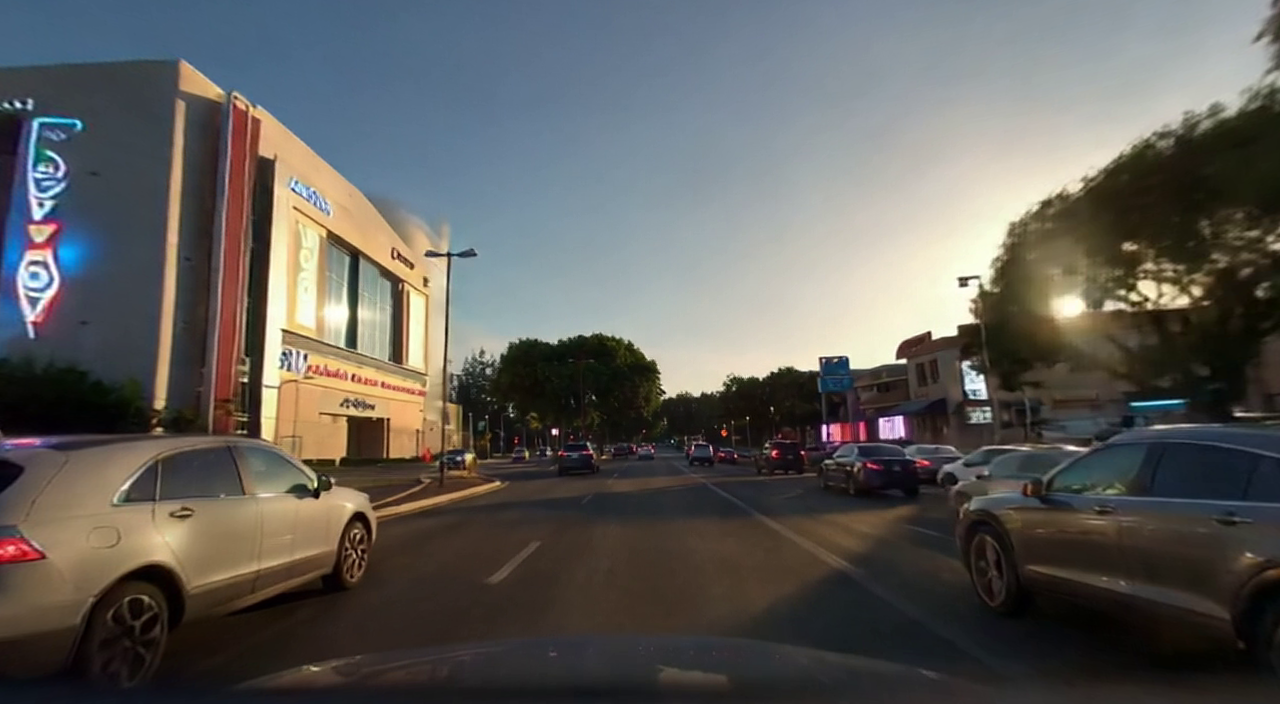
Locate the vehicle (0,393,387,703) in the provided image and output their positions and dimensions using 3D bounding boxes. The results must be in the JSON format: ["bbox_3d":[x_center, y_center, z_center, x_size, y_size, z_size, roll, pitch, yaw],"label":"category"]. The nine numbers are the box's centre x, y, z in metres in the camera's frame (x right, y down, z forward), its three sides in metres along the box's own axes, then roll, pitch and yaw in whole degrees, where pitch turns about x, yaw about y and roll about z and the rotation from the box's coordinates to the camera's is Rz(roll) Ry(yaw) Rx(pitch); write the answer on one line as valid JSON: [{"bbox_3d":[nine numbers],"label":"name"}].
[{"bbox_3d":[-3.597,1.095,3.637,2.155,1.504,4.776,-1,-8,2],"label":"vehicle"}]

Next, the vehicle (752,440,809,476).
[{"bbox_3d":[7.652,5.798,34.778,2.003,1.789,4.718,0,-8,-1],"label":"vehicle"}]

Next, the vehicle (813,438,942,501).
[{"bbox_3d":[7.055,3.504,19.293,2.077,1.666,4.342,0,-8,-3],"label":"vehicle"}]

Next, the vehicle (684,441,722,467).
[{"bbox_3d":[4.205,6.890,42.711,2.007,1.683,4.171,0,-8,-2],"label":"vehicle"}]

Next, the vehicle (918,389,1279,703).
[{"bbox_3d":[3.344,0.995,3.007,1.981,1.499,4.536,0,-8,0],"label":"vehicle"}]

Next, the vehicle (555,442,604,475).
[{"bbox_3d":[-2.889,5.201,31.040,1.917,1.511,4.436,0,-8,1],"label":"vehicle"}]
